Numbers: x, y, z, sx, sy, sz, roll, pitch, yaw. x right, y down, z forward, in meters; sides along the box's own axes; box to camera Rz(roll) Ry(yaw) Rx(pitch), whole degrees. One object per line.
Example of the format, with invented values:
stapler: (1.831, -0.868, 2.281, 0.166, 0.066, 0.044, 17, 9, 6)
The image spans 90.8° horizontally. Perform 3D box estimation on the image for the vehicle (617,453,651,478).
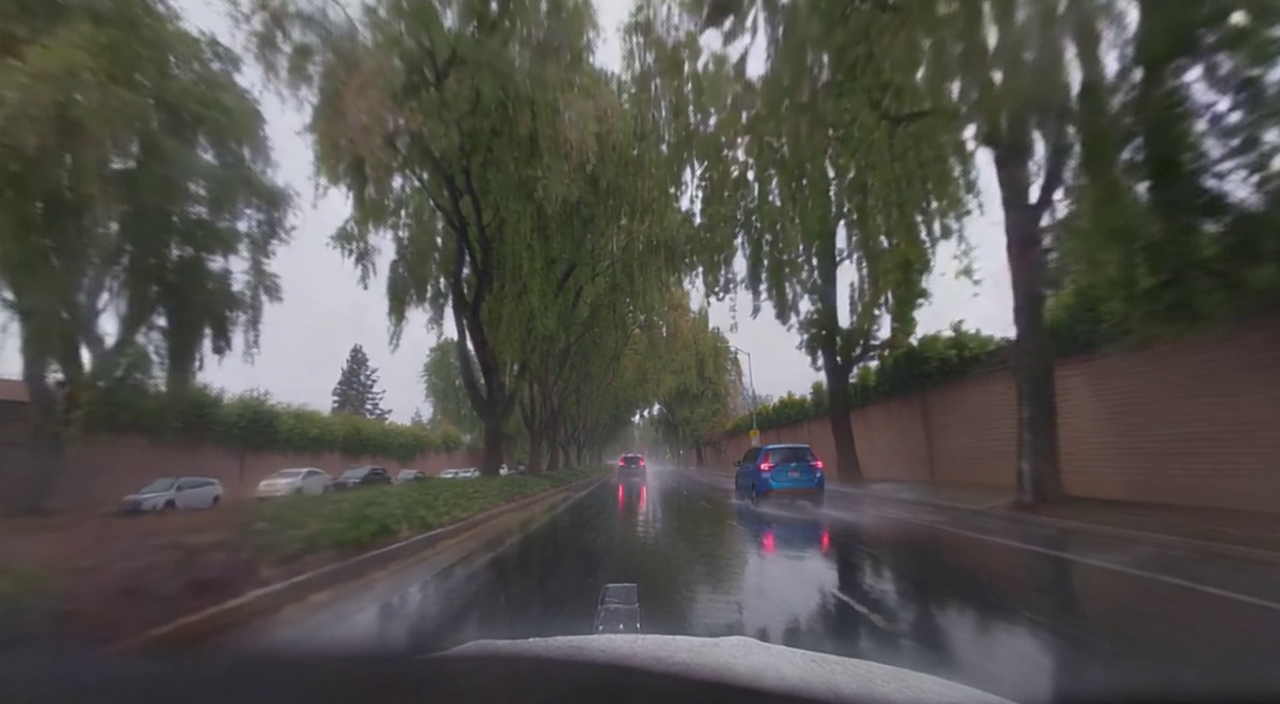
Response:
vehicle: (-0.424, 8.368, 46.712, 2.391, 1.739, 3.837, 0, -9, 0)

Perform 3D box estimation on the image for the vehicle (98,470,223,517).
vehicle: (-21.568, 6.326, 28.711, 1.928, 1.740, 4.809, -1, -9, -1)

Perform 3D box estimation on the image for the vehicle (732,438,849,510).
vehicle: (4.080, 3.409, 18.004, 2.155, 1.752, 4.456, 0, -9, -1)

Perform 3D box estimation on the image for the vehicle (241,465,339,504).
vehicle: (-17.342, 6.568, 31.642, 2.184, 1.697, 4.826, -1, -9, 0)

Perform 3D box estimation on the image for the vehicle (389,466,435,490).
vehicle: (-17.040, 9.443, 47.493, 1.933, 1.494, 4.259, -1, -9, -1)

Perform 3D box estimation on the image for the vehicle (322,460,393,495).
vehicle: (-17.524, 7.815, 39.529, 2.352, 1.857, 4.893, -3, -10, -2)

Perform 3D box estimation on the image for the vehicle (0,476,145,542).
vehicle: (-17.026, 4.418, 18.181, 1.840, 1.475, 4.497, -1, -9, 0)
